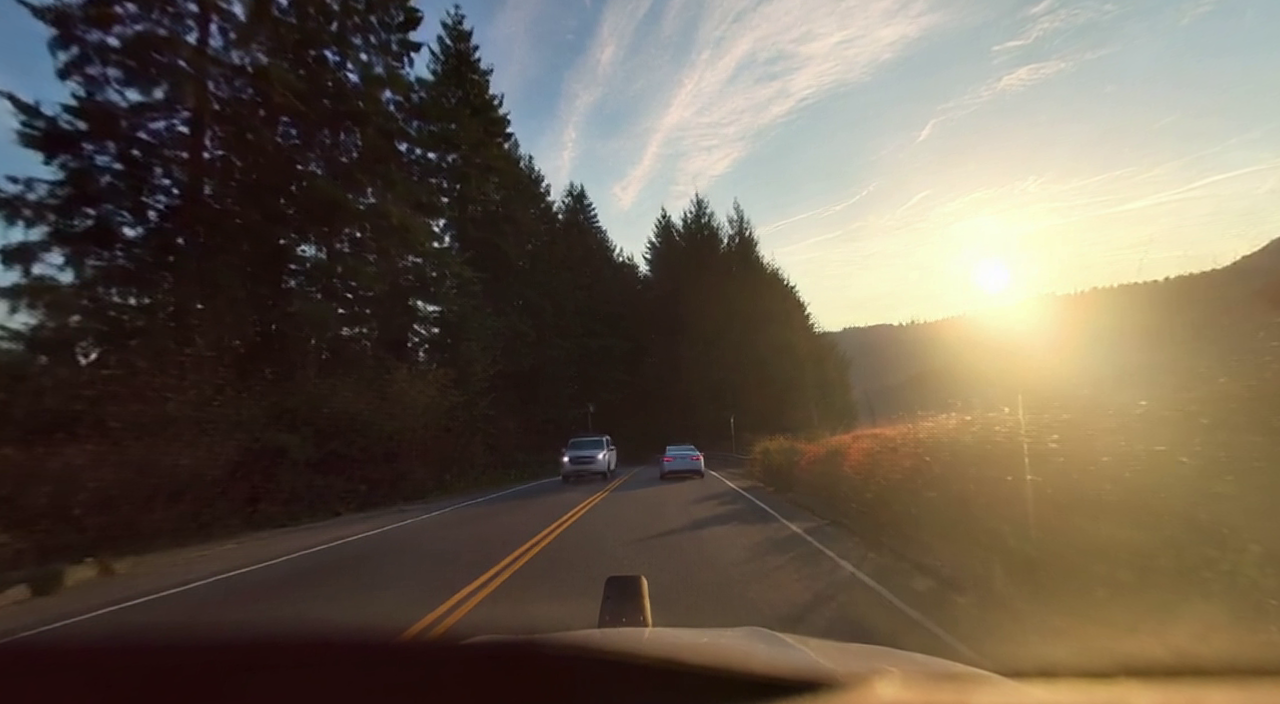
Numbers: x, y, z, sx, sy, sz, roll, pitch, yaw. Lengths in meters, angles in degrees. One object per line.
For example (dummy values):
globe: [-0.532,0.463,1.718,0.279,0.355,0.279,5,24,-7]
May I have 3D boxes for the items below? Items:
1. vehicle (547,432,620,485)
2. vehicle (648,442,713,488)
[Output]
vehicle: [-2.188,4.296,25.749,2.291,1.975,4.308,-1,-8,4]
vehicle: [1.507,4.311,24.406,2.274,1.583,4.349,0,-8,3]
